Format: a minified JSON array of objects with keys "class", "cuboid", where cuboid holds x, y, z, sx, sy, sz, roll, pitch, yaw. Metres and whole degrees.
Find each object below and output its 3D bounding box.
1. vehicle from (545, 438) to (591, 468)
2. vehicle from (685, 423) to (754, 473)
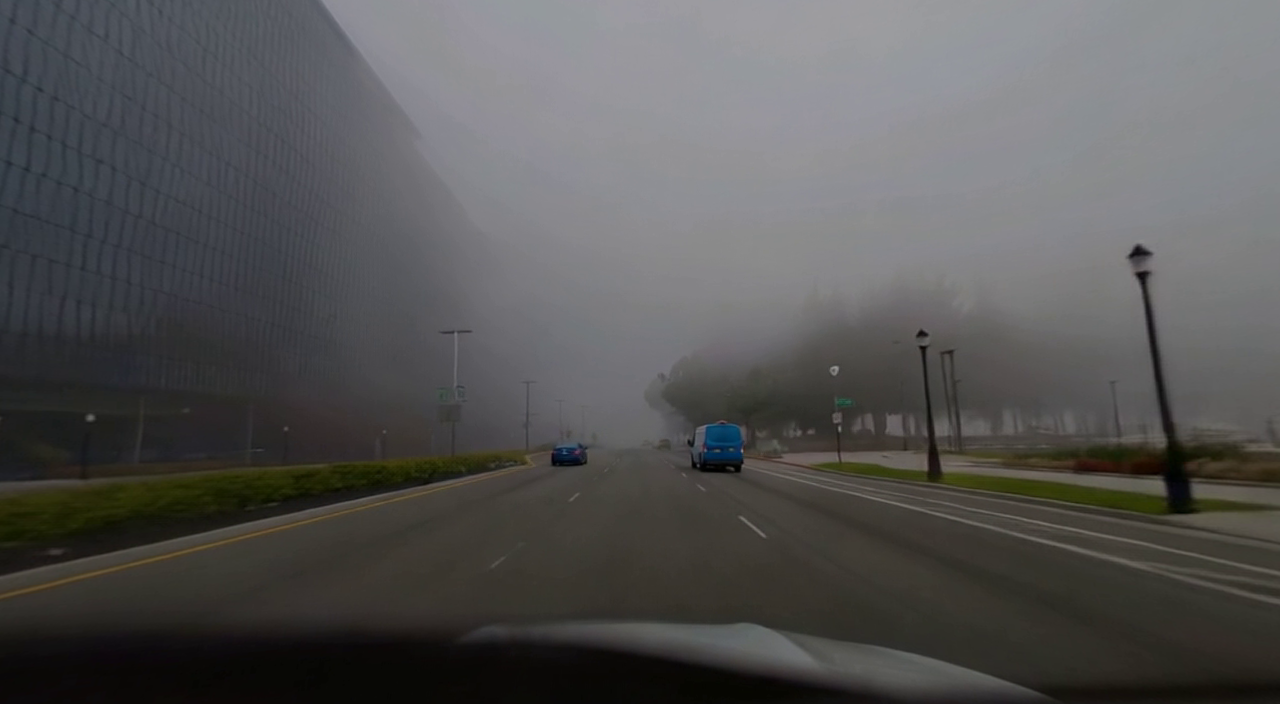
[{"class":"vehicle","cuboid":[-3.705,5.273,33.147,1.864,1.464,4.195,0,-8,1]},{"class":"vehicle","cuboid":[3.270,4.102,27.022,2.200,1.914,5.145,0,-8,-1]}]
